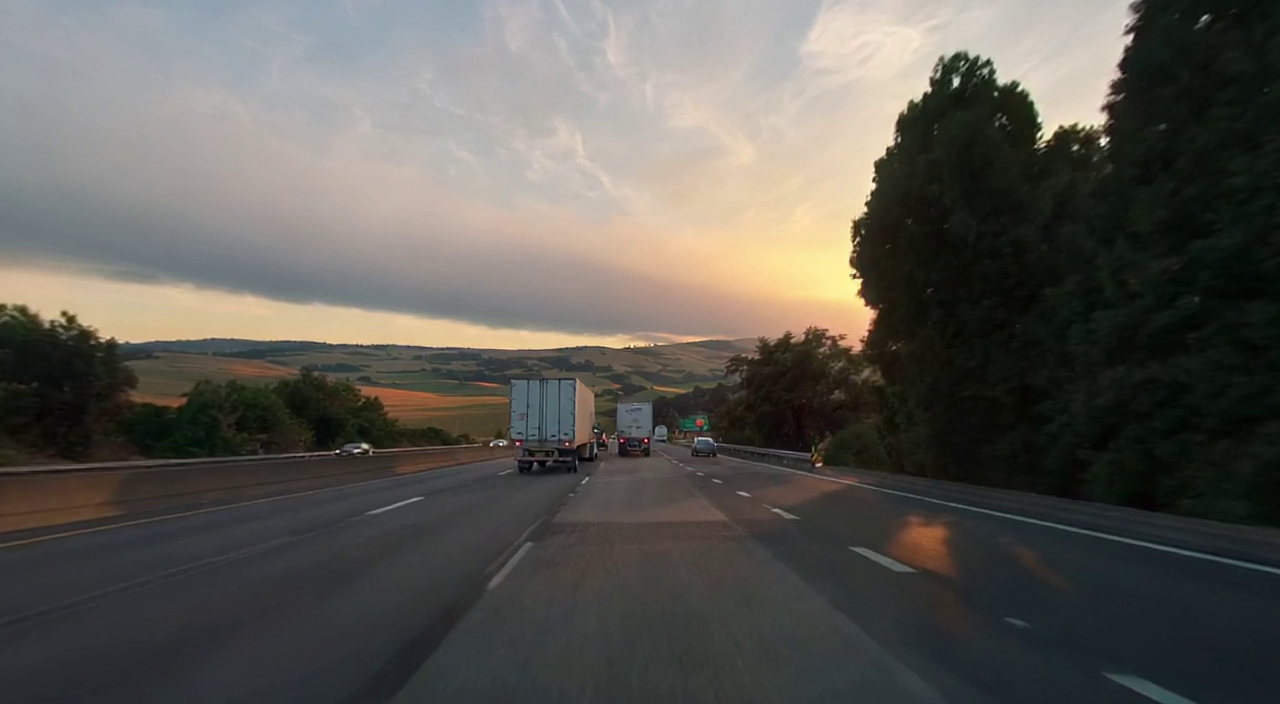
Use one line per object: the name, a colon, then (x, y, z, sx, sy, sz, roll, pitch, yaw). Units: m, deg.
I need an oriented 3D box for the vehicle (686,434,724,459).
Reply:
vehicle: (4.054, 5.942, 39.697, 1.891, 1.477, 3.599, 0, -8, -2)

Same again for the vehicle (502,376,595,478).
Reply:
vehicle: (-3.318, 3.011, 24.783, 2.728, 3.405, 7.096, 0, -8, -1)
